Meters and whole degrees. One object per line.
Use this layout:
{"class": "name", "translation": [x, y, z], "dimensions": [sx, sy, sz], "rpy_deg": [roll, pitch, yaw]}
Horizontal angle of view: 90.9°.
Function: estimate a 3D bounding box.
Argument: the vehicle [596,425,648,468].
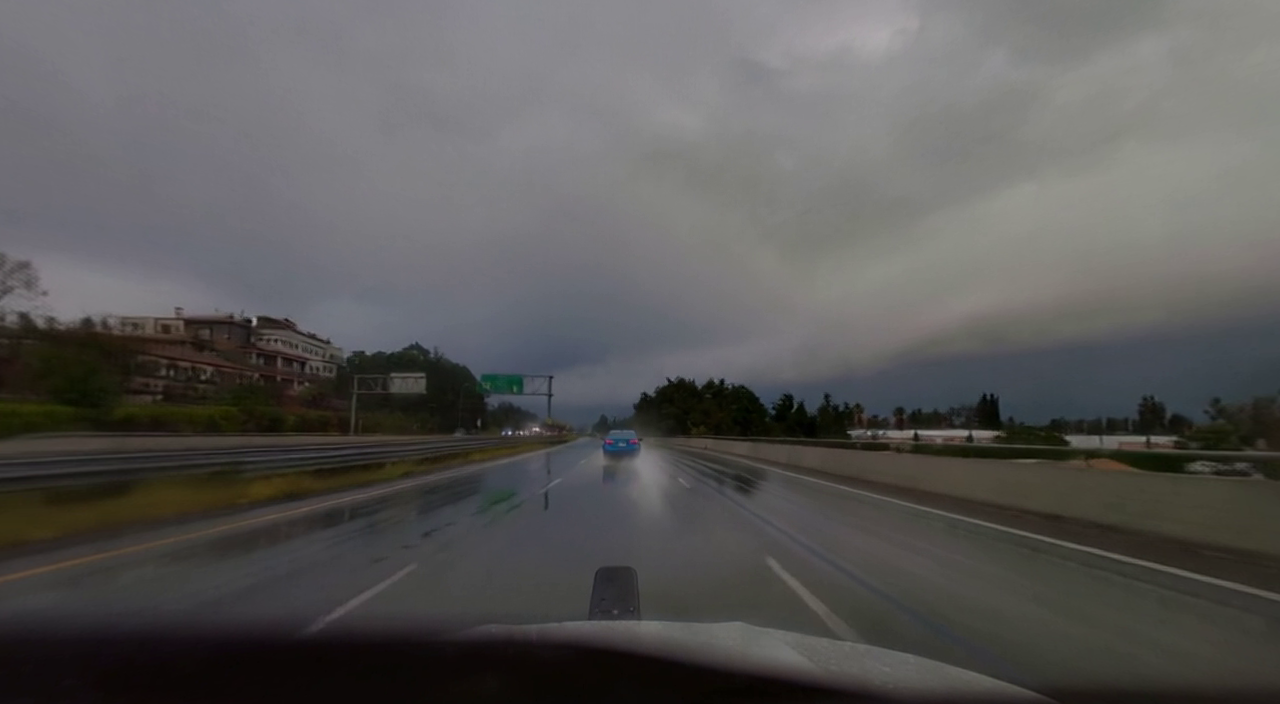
{"class": "vehicle", "translation": [-0.737, 3.899, 26.126], "dimensions": [2.020, 1.633, 3.942], "rpy_deg": [0, -8, -1]}
